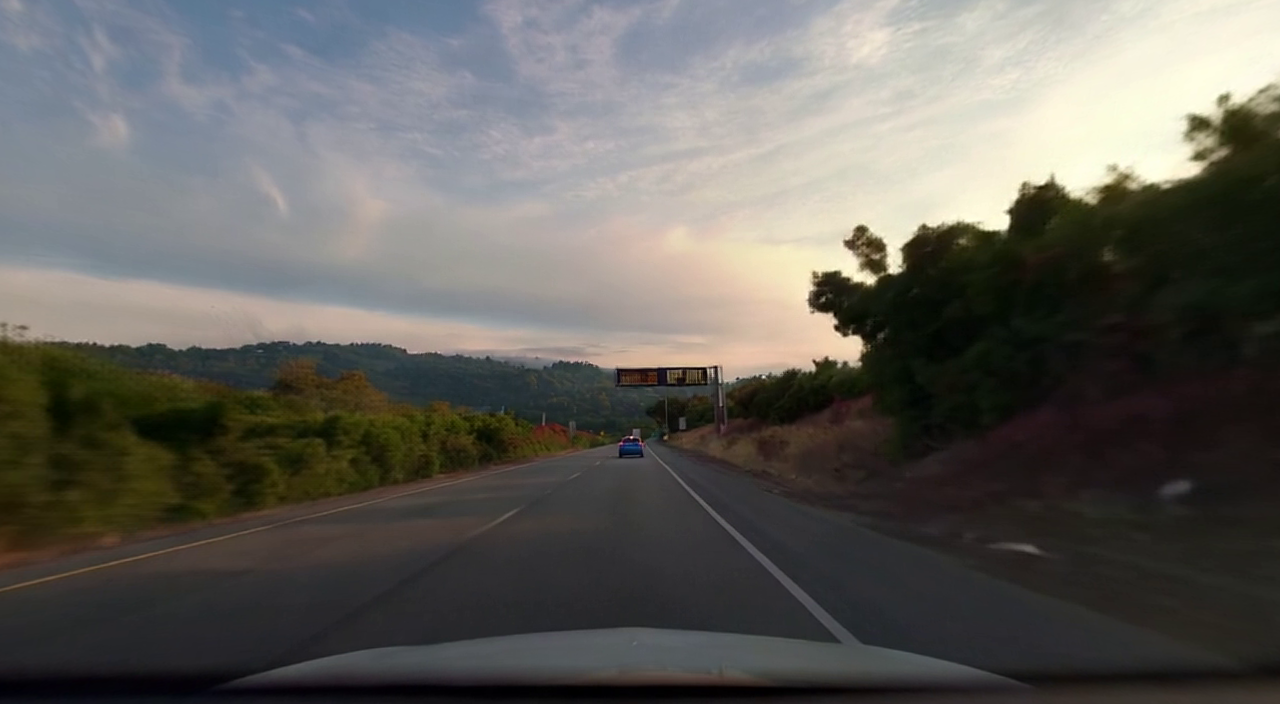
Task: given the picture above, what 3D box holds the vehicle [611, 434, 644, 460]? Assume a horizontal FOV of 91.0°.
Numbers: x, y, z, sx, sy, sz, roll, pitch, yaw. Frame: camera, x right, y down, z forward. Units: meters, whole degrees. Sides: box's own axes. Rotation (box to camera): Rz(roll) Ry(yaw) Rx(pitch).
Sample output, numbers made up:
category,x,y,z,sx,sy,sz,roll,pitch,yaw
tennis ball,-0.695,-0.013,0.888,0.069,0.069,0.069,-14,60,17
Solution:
category,x,y,z,sx,sy,sz,roll,pitch,yaw
vehicle,-0.846,6.612,44.033,2.180,1.717,4.139,0,-8,-1
